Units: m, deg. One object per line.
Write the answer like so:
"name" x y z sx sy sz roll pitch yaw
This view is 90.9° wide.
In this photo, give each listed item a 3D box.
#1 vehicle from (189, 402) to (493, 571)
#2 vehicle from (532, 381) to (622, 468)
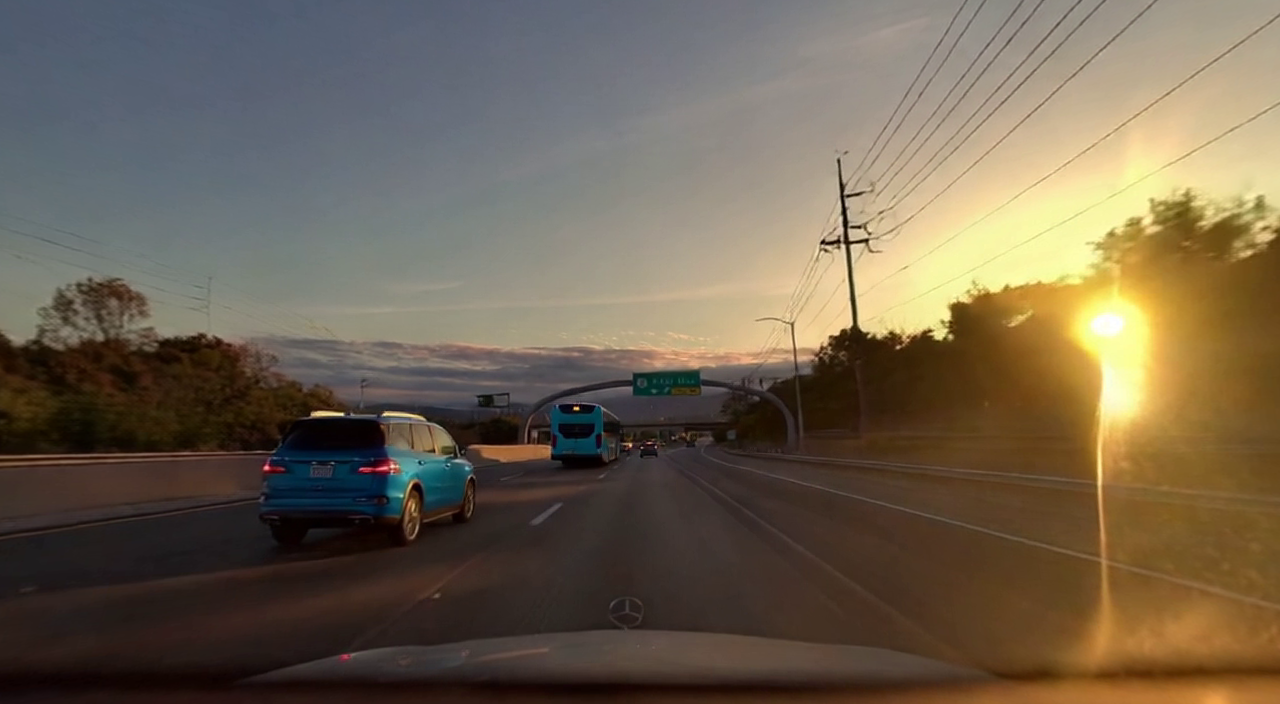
"vehicle" -3.592 1.702 8.679 2.021 1.730 4.223 0 -8 1
"vehicle" -2.897 4.097 33.320 3.382 3.712 11.766 1 -9 1
